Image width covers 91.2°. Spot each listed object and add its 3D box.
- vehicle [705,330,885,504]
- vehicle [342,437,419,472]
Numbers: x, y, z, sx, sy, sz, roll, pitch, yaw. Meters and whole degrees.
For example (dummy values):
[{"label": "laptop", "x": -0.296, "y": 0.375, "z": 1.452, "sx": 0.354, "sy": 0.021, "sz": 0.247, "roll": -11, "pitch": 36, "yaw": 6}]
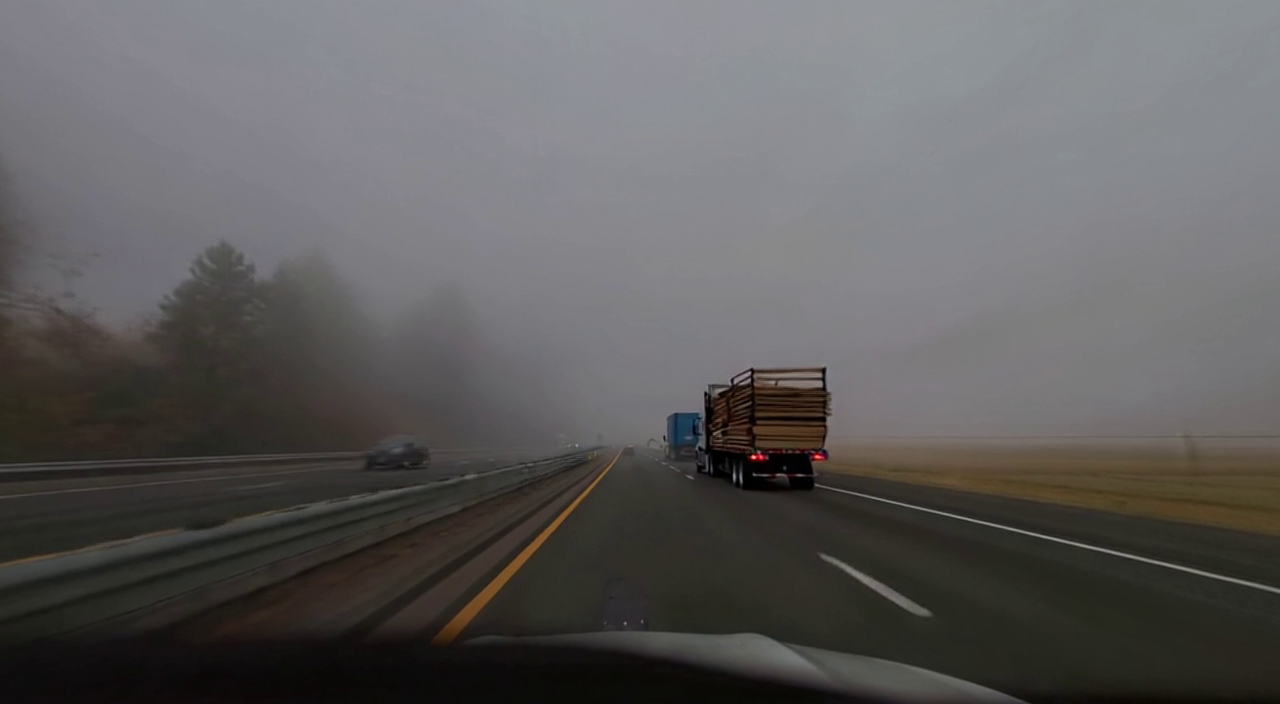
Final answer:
[{"label": "vehicle", "x": 4.330, "y": 2.446, "z": 21.634, "sx": 3.024, "sy": 4.065, "sz": 13.796, "roll": -1, "pitch": -8, "yaw": 2}, {"label": "vehicle", "x": -11.973, "y": 4.747, "z": 29.276, "sx": 1.852, "sy": 1.497, "sz": 3.992, "roll": 0, "pitch": -8, "yaw": 1}]
